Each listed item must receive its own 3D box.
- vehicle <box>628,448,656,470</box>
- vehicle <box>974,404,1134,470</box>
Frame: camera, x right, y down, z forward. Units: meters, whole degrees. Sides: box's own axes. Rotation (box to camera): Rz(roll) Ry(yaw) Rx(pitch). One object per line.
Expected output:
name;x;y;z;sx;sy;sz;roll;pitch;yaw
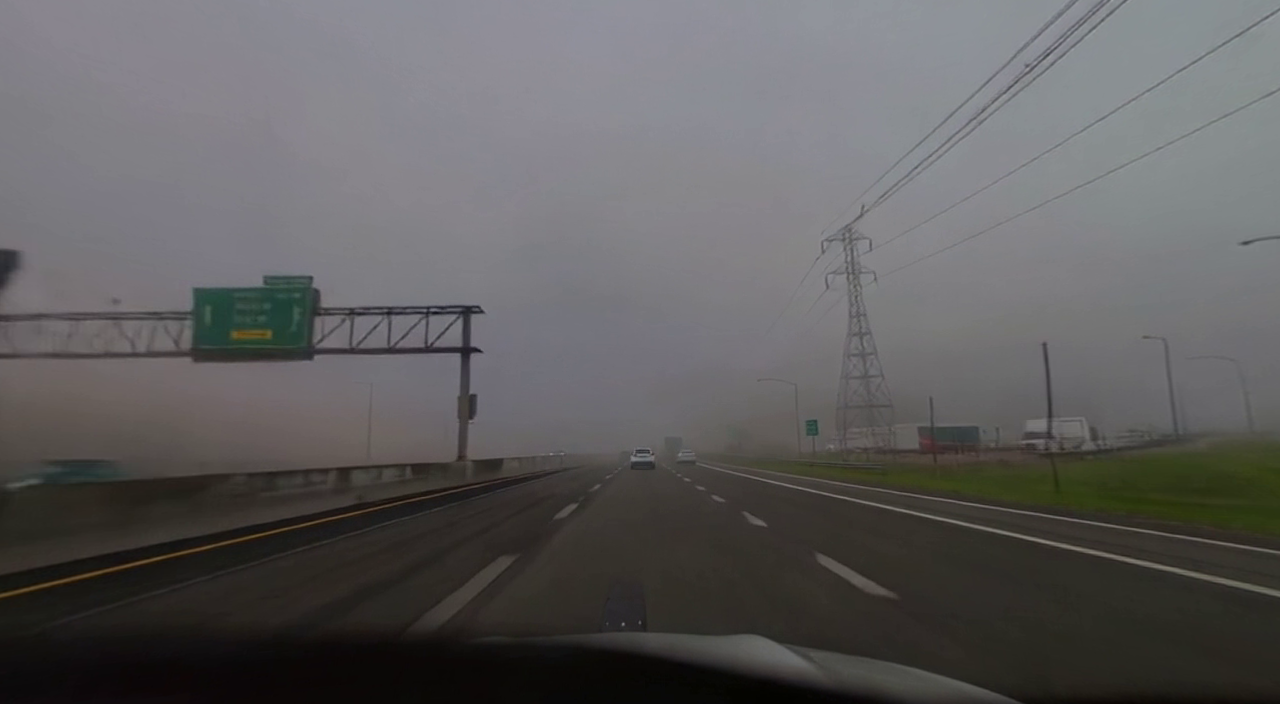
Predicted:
vehicle;0.137;8.216;48.666;2.111;1.599;3.859;0;-9;0
vehicle;31.801;6.853;49.779;3.055;4.465;14.288;0;-9;1
